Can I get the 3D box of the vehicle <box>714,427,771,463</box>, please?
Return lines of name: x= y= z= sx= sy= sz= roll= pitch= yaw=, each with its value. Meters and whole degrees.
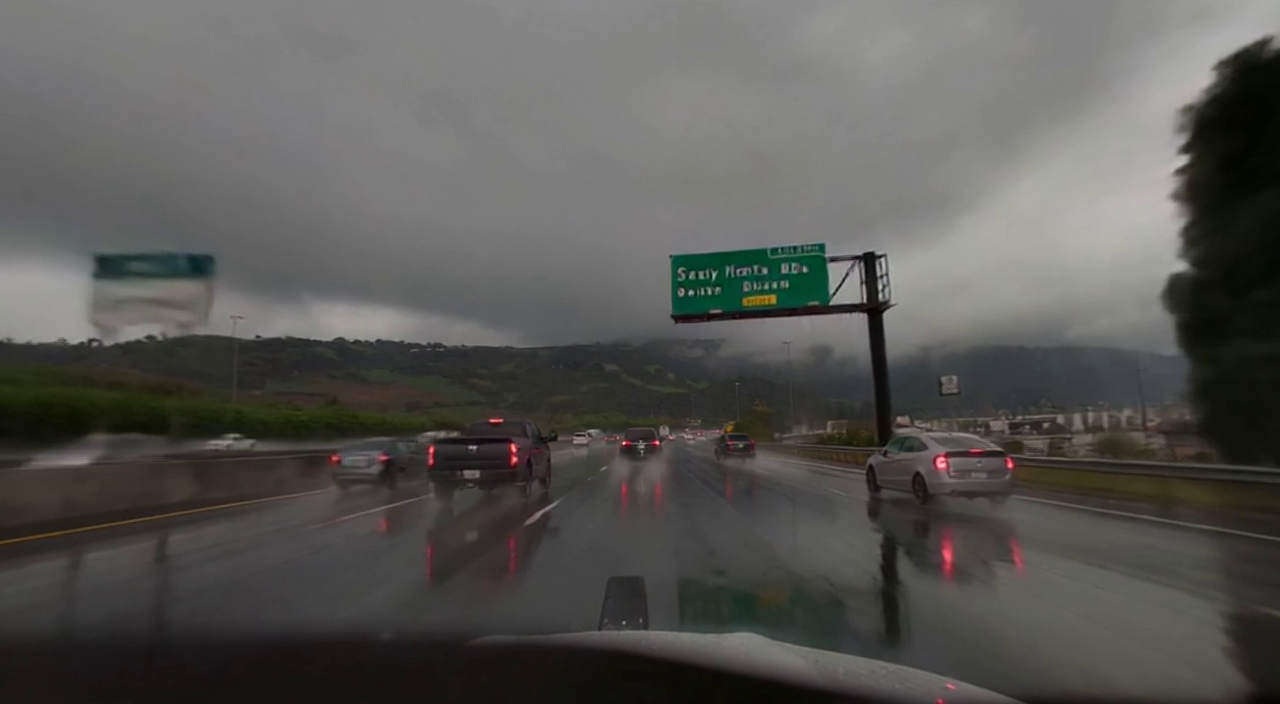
vehicle: x=5.334 y=4.935 z=33.402 sx=2.067 sy=1.775 sz=4.372 roll=0 pitch=-8 yaw=-3

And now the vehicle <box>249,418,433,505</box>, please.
vehicle: x=-6.766 y=2.541 z=15.006 sx=2.052 sy=1.720 sz=4.538 roll=0 pitch=-8 yaw=1

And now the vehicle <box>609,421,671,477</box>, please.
vehicle: x=0.023 y=3.494 z=22.827 sx=2.052 sy=1.808 sz=3.898 roll=0 pitch=-8 yaw=1

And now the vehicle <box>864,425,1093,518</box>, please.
vehicle: x=6.195 y=2.227 z=12.285 sx=1.998 sy=1.456 sz=4.338 roll=0 pitch=-8 yaw=-1

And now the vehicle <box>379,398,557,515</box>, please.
vehicle: x=-3.359 y=2.234 z=13.846 sx=2.316 sy=1.999 sz=5.765 roll=0 pitch=-8 yaw=-1
